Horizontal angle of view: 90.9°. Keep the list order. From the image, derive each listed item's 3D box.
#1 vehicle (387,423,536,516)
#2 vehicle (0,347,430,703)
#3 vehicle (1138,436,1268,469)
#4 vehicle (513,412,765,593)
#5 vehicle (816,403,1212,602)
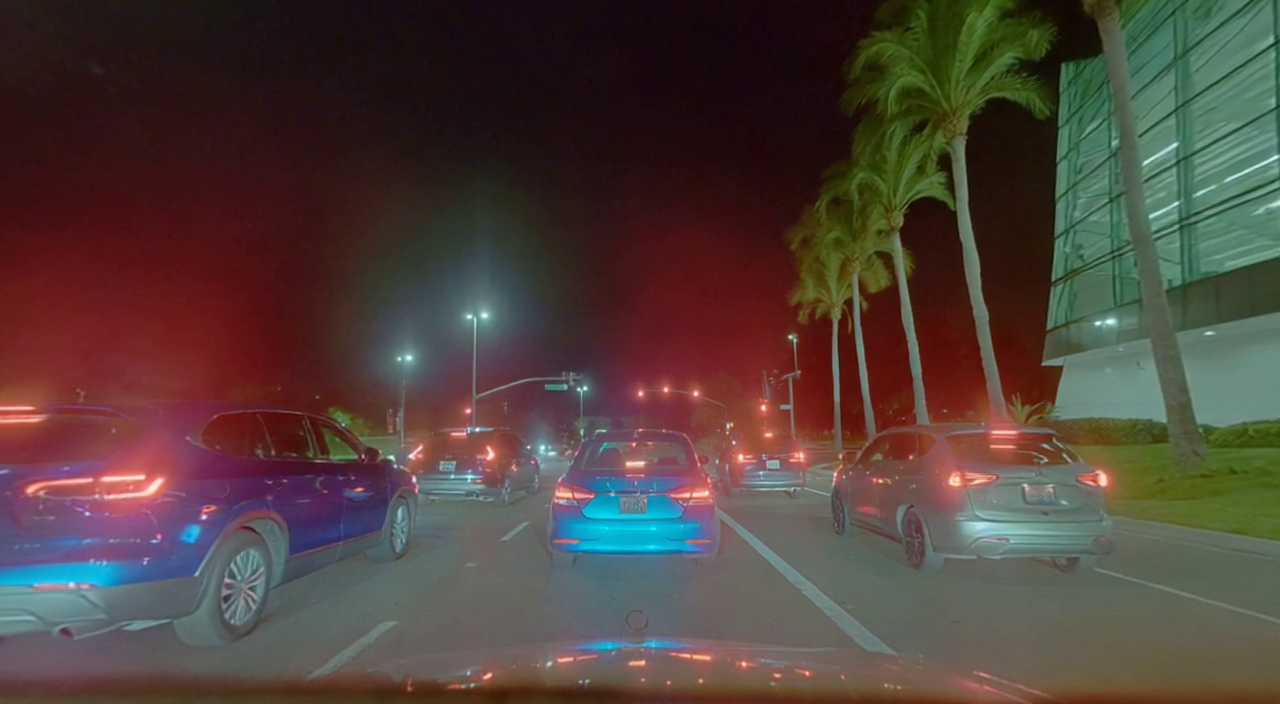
[{"bbox_3d":[-3.469,2.357,13.074,1.917,1.631,3.768,0,-8,1],"label":"vehicle"},{"bbox_3d":[-3.537,1.173,5.362,2.014,1.775,4.404,0,-8,-1],"label":"vehicle"},{"bbox_3d":[25.470,4.543,28.652,4.014,1.417,1.777,-1,-8,5],"label":"vehicle"},{"bbox_3d":[-0.053,1.653,7.811,2.219,1.586,4.321,0,-8,-1],"label":"vehicle"},{"bbox_3d":[3.835,1.617,7.685,2.064,1.696,4.431,0,-8,0],"label":"vehicle"}]
